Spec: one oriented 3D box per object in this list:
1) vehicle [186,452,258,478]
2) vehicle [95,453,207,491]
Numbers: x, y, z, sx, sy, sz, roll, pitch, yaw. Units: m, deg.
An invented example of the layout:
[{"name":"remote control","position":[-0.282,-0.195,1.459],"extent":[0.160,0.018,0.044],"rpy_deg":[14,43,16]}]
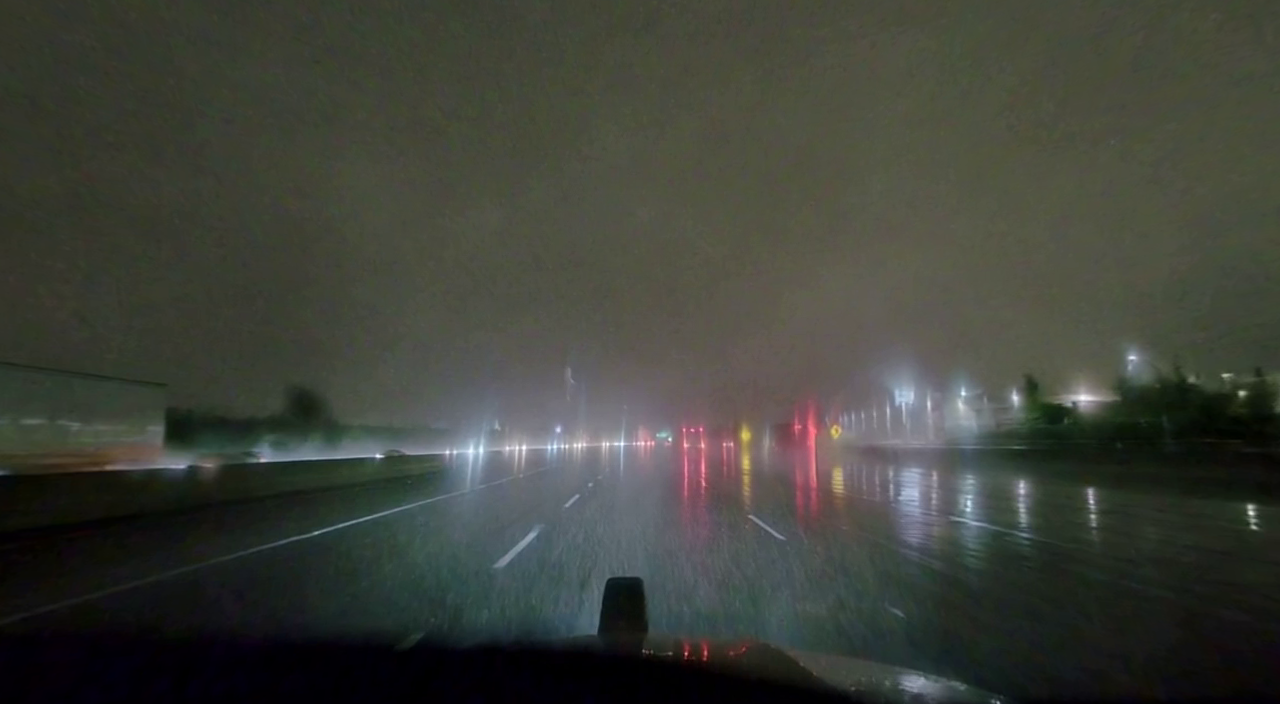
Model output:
[{"name":"vehicle","position":[-30.933,8.323,46.837],"extent":[2.165,1.749,4.673],"rpy_deg":[0,-8,0]},{"name":"vehicle","position":[-23.498,5.732,30.531],"extent":[1.928,1.618,4.351],"rpy_deg":[0,-8,0]}]
